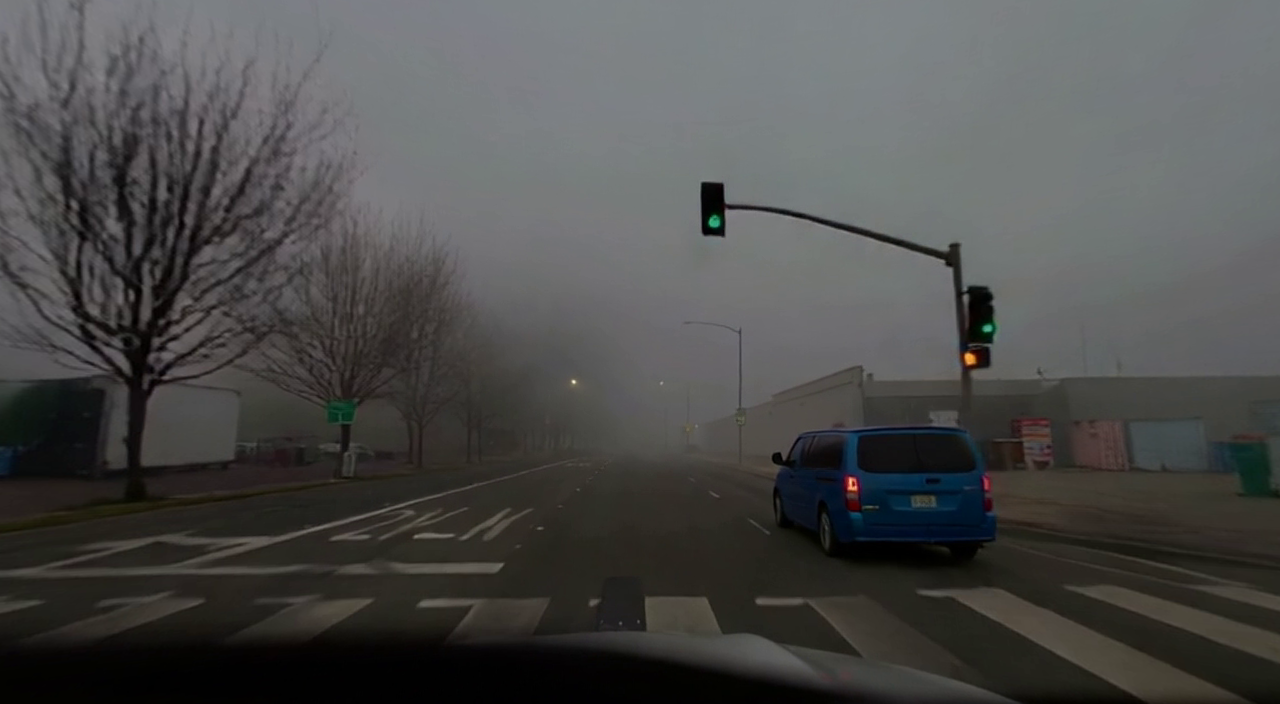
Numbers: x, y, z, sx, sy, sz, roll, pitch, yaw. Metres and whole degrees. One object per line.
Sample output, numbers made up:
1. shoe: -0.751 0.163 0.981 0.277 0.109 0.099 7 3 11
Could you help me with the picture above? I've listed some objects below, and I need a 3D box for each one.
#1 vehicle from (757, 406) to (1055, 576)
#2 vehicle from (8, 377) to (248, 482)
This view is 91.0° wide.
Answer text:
1. vehicle: 3.353 1.877 9.332 2.202 1.822 4.826 1 -9 -1
2. vehicle: -20.419 3.185 26.075 3.337 3.644 7.945 0 -7 -2
